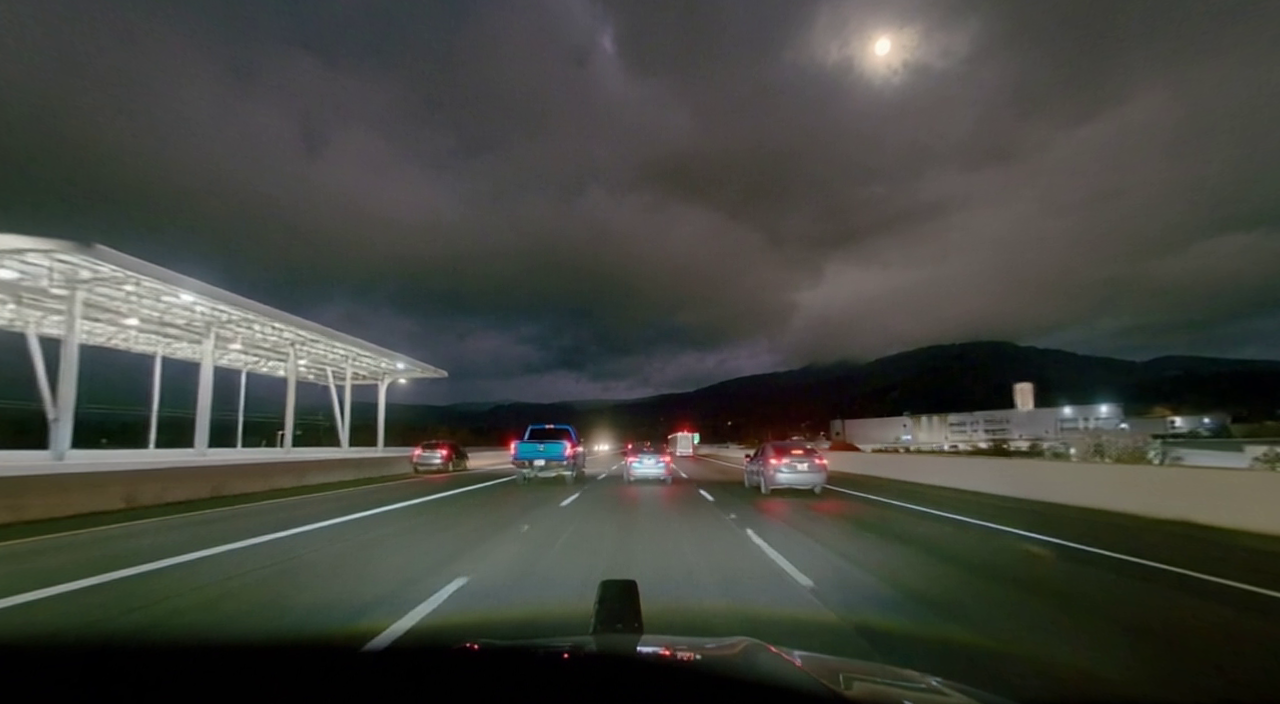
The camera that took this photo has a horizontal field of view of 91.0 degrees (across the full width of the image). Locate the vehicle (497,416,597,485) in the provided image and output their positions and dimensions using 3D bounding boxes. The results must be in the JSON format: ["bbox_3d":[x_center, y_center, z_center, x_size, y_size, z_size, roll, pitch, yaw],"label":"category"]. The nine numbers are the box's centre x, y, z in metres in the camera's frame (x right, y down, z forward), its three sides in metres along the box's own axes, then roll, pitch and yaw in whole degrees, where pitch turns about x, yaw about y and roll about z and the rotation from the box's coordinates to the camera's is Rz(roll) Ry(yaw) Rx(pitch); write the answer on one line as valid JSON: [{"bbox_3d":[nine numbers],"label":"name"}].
[{"bbox_3d":[-3.287,3.725,24.082,2.733,2.230,6.820,0,-8,0],"label":"vehicle"}]

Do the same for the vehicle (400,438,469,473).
[{"bbox_3d":[-10.918,5.507,33.846,2.137,1.728,4.665,0,-8,0],"label":"vehicle"}]

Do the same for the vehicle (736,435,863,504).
[{"bbox_3d":[3.885,2.948,16.311,2.023,1.510,4.773,0,-8,0],"label":"vehicle"}]

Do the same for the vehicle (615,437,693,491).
[{"bbox_3d":[0.398,3.450,19.681,2.171,1.493,4.081,0,-8,0],"label":"vehicle"}]
